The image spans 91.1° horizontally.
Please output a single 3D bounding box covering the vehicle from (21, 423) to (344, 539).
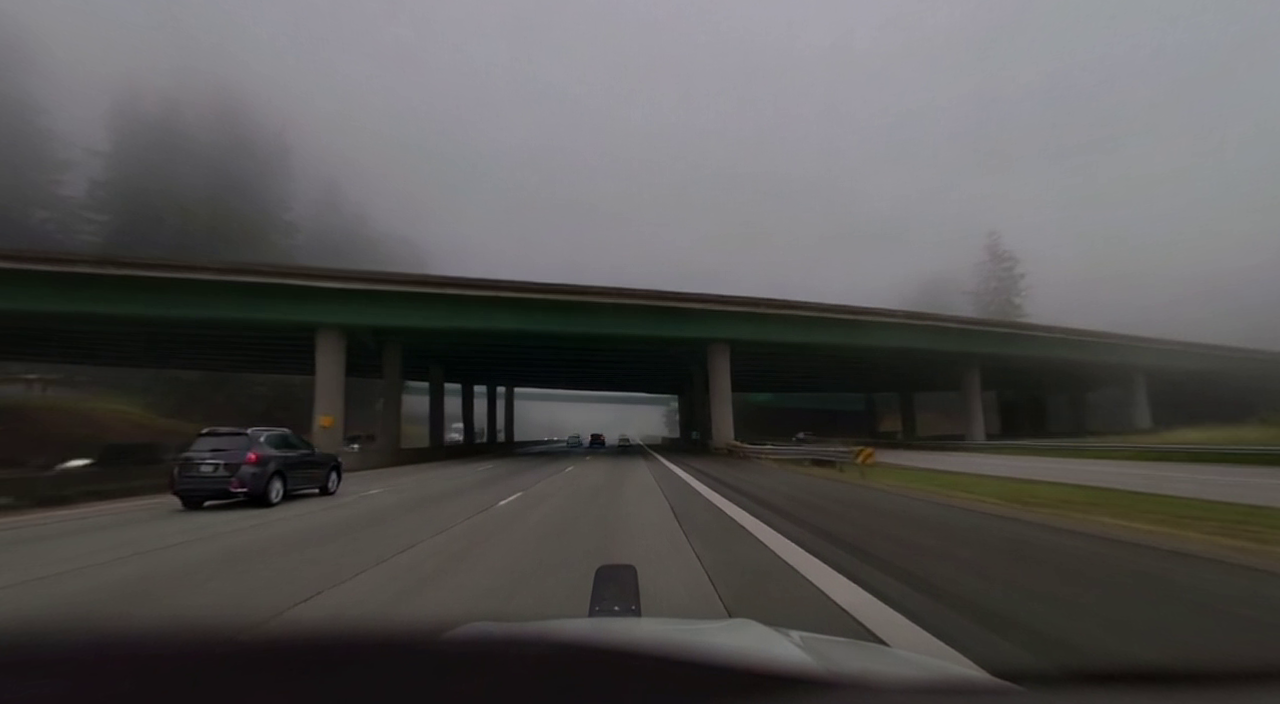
[{"bbox_3d":[-7.172,2.029,10.660,2.118,1.524,4.422,0,-8,1],"label":"vehicle"}]

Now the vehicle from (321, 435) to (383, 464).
[{"bbox_3d":[-17.696,6.011,38.854,1.851,1.666,4.204,0,-8,0],"label":"vehicle"}]
